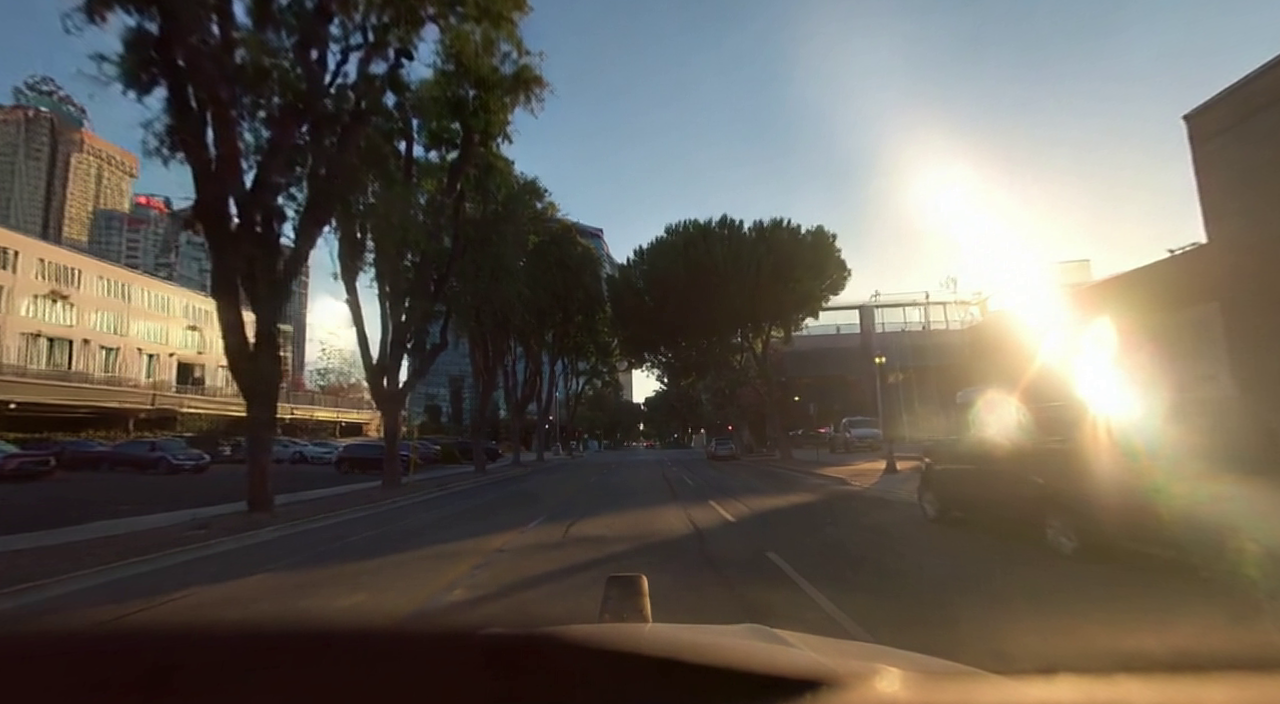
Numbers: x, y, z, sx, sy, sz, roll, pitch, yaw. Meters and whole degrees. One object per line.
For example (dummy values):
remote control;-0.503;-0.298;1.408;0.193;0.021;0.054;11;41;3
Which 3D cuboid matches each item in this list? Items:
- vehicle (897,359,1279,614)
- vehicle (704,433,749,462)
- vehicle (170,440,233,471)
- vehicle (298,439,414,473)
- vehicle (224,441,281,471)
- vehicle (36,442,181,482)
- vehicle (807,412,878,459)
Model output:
vehicle;5.969;1.545;8.369;2.356;2.076;6.287;0;-8;-1
vehicle;5.980;6.705;44.376;2.338;1.942;5.267;0;-8;-1
vehicle;-27.483;6.472;39.708;2.026;1.723;4.322;3;-8;-19
vehicle;-14.706;5.417;32.942;4.954;1.614;2.227;0;-9;-5
vehicle;-24.682;6.611;40.381;2.026;1.723;4.633;4;-8;-19
vehicle;-24.654;5.094;29.493;2.032;1.686;4.652;-3;-9;19
vehicle;13.140;5.530;41.466;2.935;2.889;5.499;-1;-9;2
